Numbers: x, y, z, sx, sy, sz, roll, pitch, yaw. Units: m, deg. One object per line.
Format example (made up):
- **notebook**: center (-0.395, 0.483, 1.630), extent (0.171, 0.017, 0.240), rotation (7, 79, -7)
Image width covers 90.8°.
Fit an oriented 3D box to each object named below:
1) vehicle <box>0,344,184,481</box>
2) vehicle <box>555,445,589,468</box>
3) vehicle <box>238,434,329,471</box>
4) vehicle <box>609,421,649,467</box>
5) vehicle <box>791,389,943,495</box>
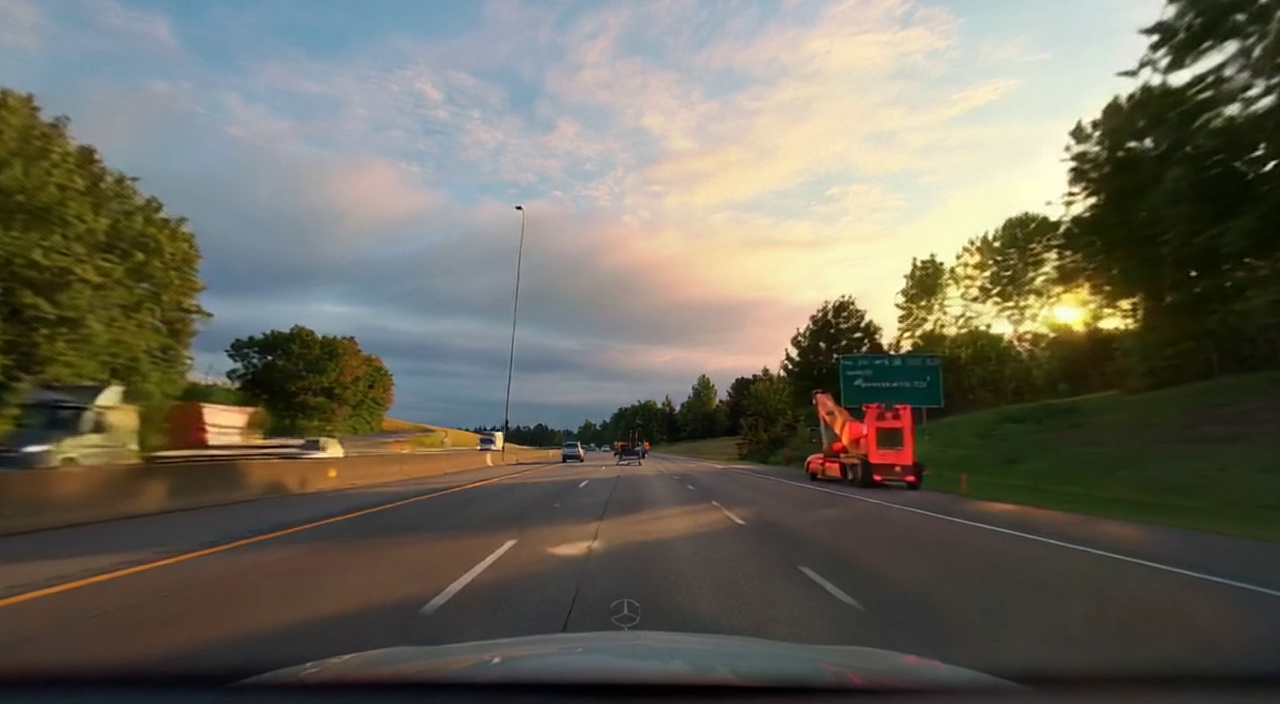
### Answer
- **vehicle**: center (-18.905, 2.147, 20.958), extent (2.930, 3.933, 5.854), rotation (0, -9, -1)
- **vehicle**: center (-4.666, 7.213, 43.811), extent (1.991, 1.484, 4.110), rotation (0, -9, -1)
- **vehicle**: center (-15.392, 4.378, 27.481), extent (1.773, 1.465, 3.804), rotation (0, -9, -1)
- **vehicle**: center (-0.851, 6.689, 45.693), extent (2.672, 3.056, 6.900), rotation (0, -9, -2)
- **vehicle**: center (6.913, 2.900, 20.242), extent (2.419, 2.874, 6.010), rotation (0, -9, -2)
